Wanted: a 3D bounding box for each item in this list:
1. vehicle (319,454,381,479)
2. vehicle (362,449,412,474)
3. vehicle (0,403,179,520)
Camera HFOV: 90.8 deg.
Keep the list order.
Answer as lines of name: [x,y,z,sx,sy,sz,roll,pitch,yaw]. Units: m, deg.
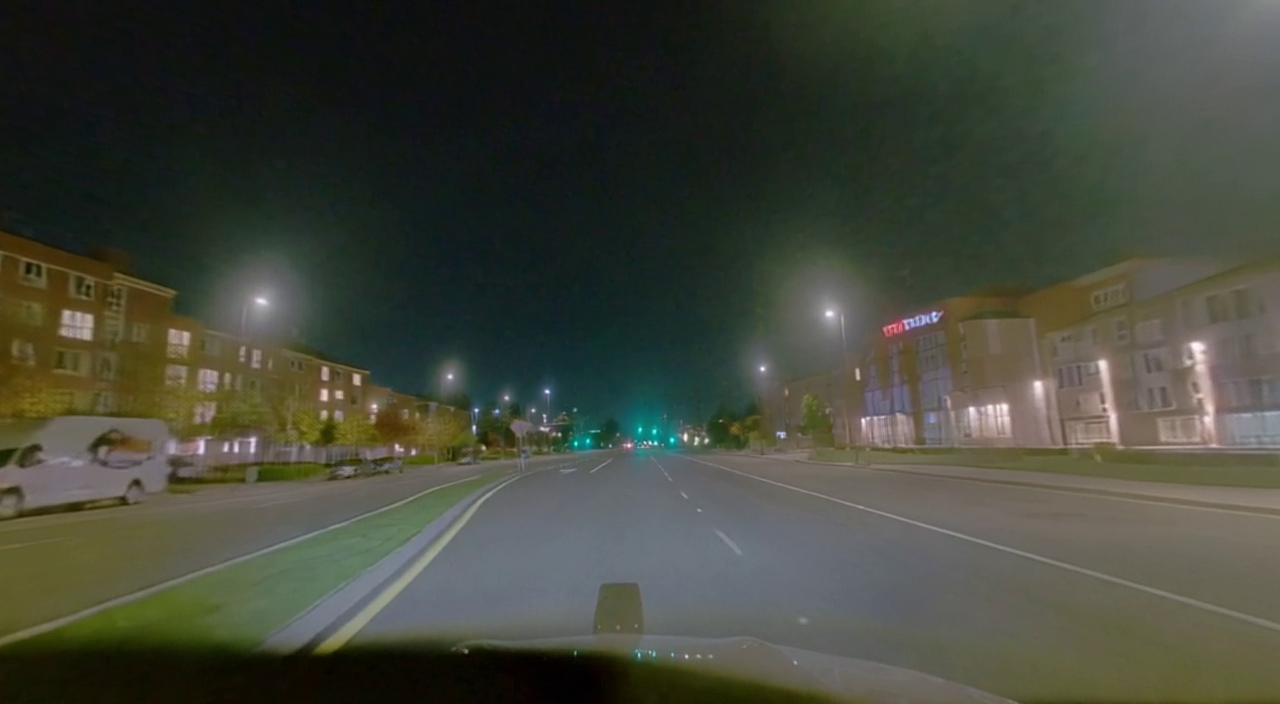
vehicle: [-19.194,7.549,42.035,1.925,1.485,4.821,0,-9,-1]
vehicle: [-19.297,8.342,48.400,1.976,1.766,4.677,0,-9,-1]
vehicle: [-19.270,3.549,20.809,2.834,3.225,6.752,-1,-9,2]
